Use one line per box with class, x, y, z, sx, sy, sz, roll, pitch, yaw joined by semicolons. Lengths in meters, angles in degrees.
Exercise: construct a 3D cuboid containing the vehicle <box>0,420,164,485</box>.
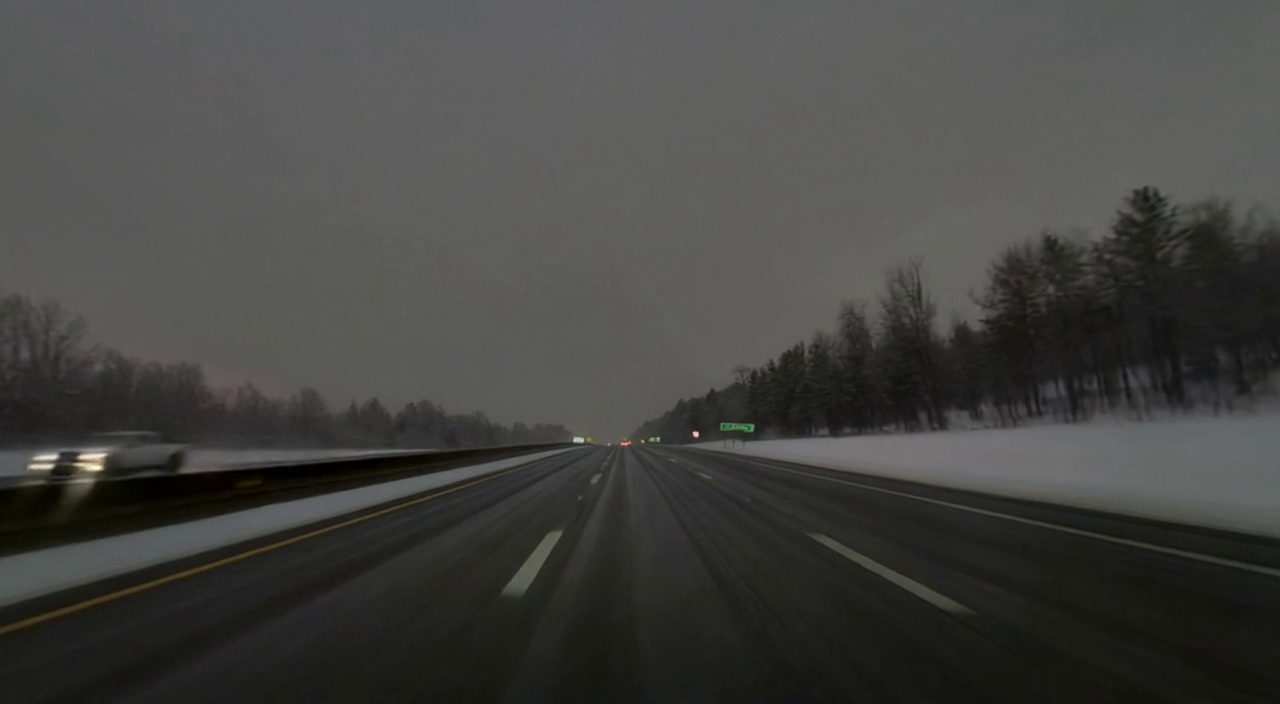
vehicle;-15.091;2.591;16.586;1.817;1.483;4.157;0;-8;-1
